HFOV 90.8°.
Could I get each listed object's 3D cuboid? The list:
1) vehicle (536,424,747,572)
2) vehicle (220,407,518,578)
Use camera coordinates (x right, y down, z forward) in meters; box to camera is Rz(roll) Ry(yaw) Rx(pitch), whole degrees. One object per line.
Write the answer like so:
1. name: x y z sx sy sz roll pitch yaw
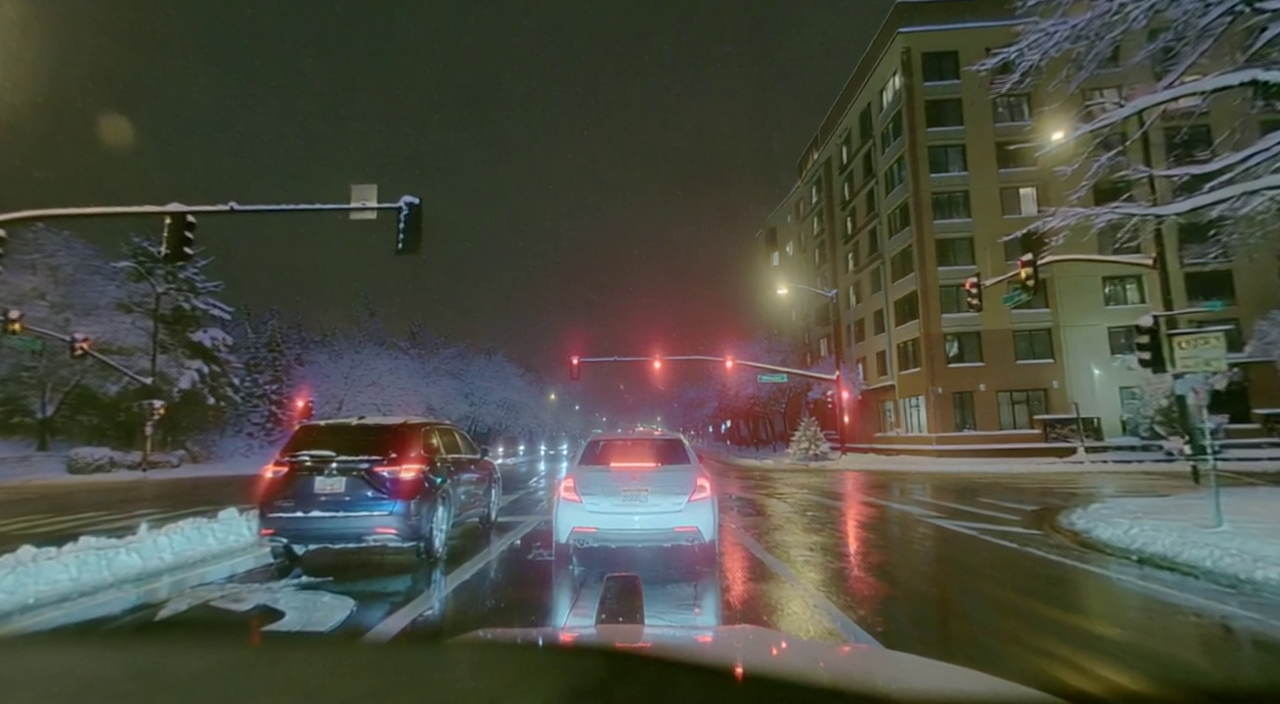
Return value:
1. vehicle: 0.017 1.811 8.554 2.190 1.522 3.850 0 -8 0
2. vehicle: -3.185 1.753 8.698 2.081 1.719 4.434 0 -8 0
